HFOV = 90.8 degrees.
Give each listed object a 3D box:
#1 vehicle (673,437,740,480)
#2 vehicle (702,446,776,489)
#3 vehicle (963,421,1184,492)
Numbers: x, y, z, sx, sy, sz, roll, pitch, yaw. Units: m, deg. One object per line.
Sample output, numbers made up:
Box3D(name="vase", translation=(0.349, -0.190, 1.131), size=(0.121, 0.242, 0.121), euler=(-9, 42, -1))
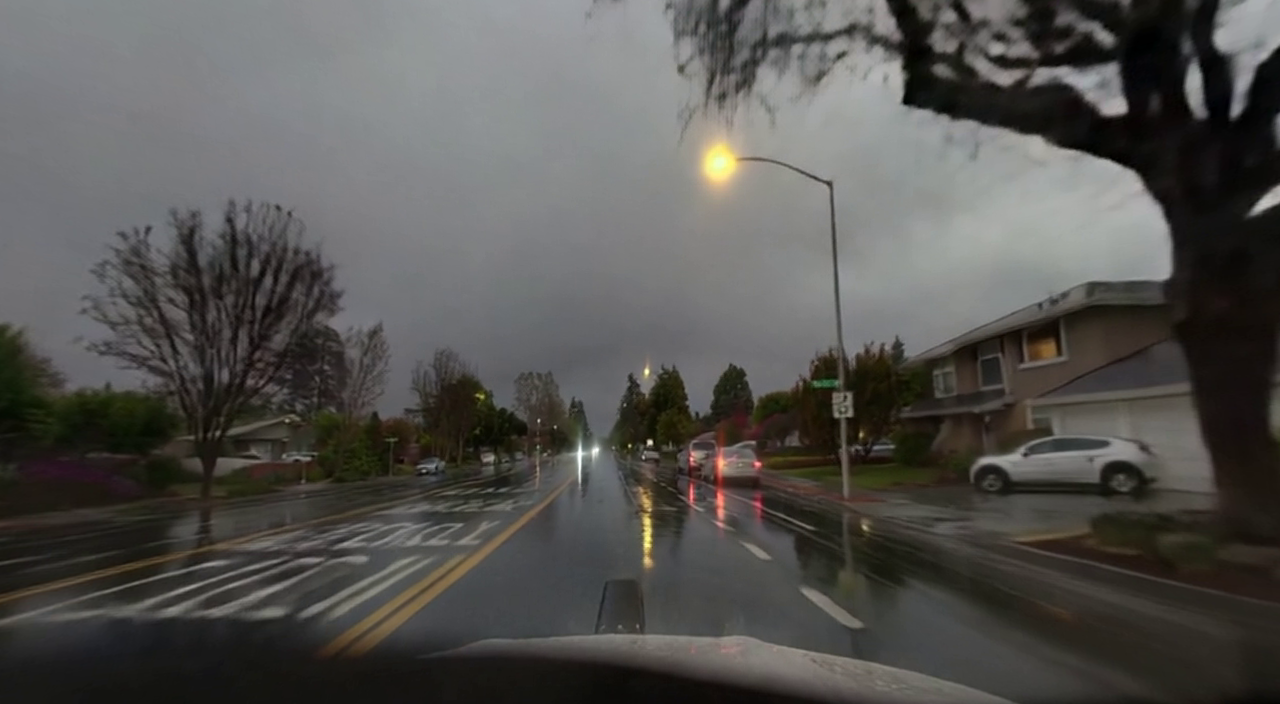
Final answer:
Box3D(name="vehicle", translation=(3.095, 5.159, 30.917), size=(2.293, 1.858, 5.868), euler=(1, -9, -3))
Box3D(name="vehicle", translation=(3.673, 4.383, 24.283), size=(1.919, 1.474, 4.370), euler=(1, -9, -3))
Box3D(name="vehicle", translation=(11.282, 2.736, 16.729), size=(4.492, 1.619, 1.849), euler=(-6, -11, 36))
